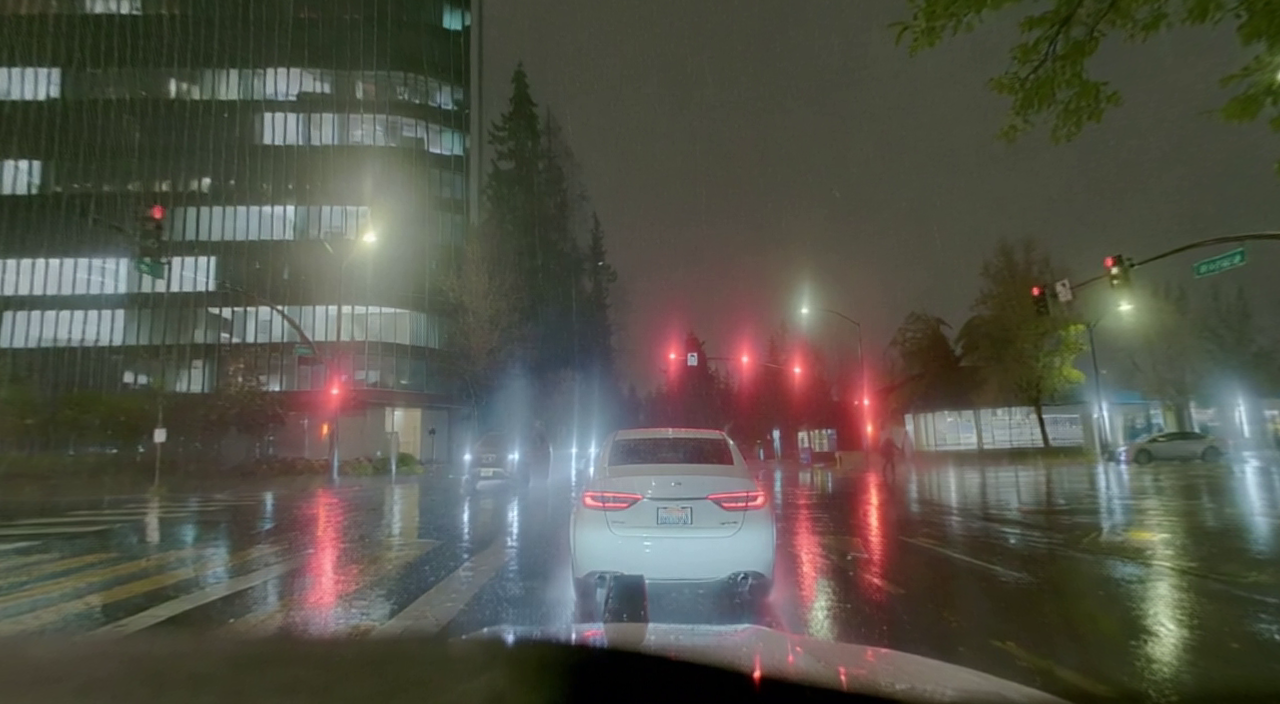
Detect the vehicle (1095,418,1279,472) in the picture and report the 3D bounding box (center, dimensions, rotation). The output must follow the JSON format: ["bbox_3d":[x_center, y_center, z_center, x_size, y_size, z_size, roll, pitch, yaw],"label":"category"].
[{"bbox_3d":[19.162,3.264,22.216,4.675,1.772,1.945,0,-8,-1],"label":"vehicle"}]

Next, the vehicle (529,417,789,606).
[{"bbox_3d":[-0.136,1.646,7.494,1.893,1.532,4.145,2,-9,-16],"label":"vehicle"}]

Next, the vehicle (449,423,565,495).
[{"bbox_3d":[-3.938,3.321,19.894,2.317,1.924,5.518,0,-8,2],"label":"vehicle"}]
